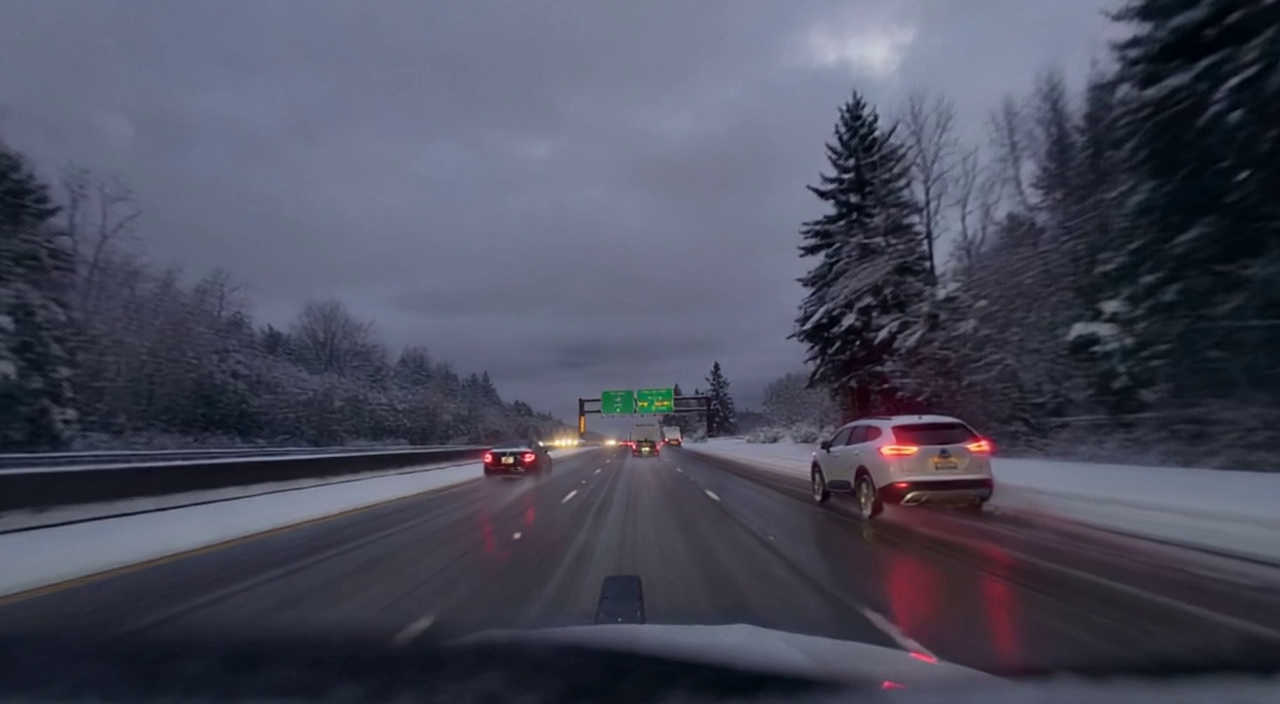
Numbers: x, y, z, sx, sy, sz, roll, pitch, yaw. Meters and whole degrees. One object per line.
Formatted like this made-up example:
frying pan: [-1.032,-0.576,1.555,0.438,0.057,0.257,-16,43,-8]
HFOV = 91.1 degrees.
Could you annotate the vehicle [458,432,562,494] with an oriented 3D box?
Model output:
vehicle: [-3.611,3.168,18.399,2.066,1.561,4.495,-1,-8,0]

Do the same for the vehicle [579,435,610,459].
vehicle: [-3.413,7.265,48.172,2.044,1.682,4.201,-1,-8,1]

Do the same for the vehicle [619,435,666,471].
vehicle: [0.095,4.735,29.692,2.049,1.542,3.816,0,-8,0]

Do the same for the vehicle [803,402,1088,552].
vehicle: [4.105,1.753,9.473,2.025,1.707,4.279,0,-8,-2]
